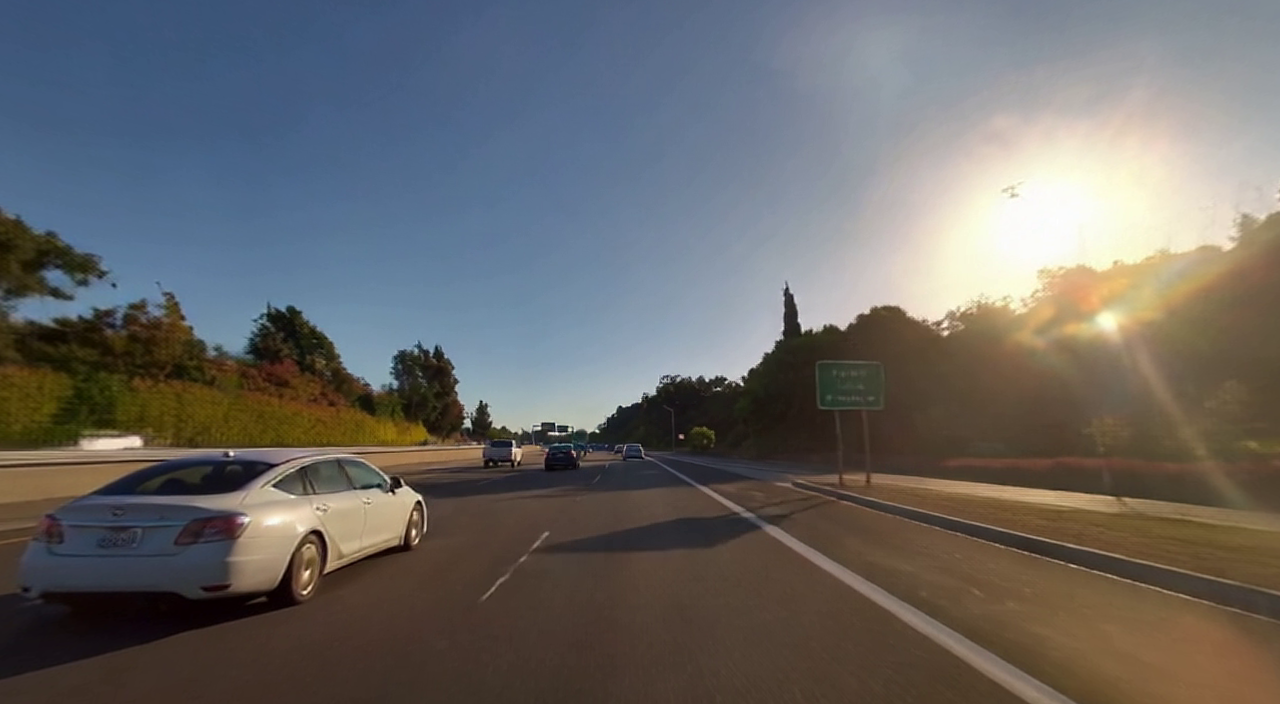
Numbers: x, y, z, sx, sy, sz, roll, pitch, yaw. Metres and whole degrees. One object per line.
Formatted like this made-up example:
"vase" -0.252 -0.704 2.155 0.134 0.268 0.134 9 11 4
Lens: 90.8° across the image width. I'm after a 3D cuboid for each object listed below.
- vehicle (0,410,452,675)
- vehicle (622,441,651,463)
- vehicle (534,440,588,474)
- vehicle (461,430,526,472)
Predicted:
"vehicle" -3.444 1.426 5.913 2.025 1.506 4.429 0 -8 0
"vehicle" -0.308 7.315 46.193 2.018 1.508 4.087 0 -8 -2
"vehicle" -3.660 4.948 29.985 2.068 1.501 4.395 0 -8 -1
"vehicle" -7.544 5.172 33.154 2.171 1.982 5.246 0 -8 -1
